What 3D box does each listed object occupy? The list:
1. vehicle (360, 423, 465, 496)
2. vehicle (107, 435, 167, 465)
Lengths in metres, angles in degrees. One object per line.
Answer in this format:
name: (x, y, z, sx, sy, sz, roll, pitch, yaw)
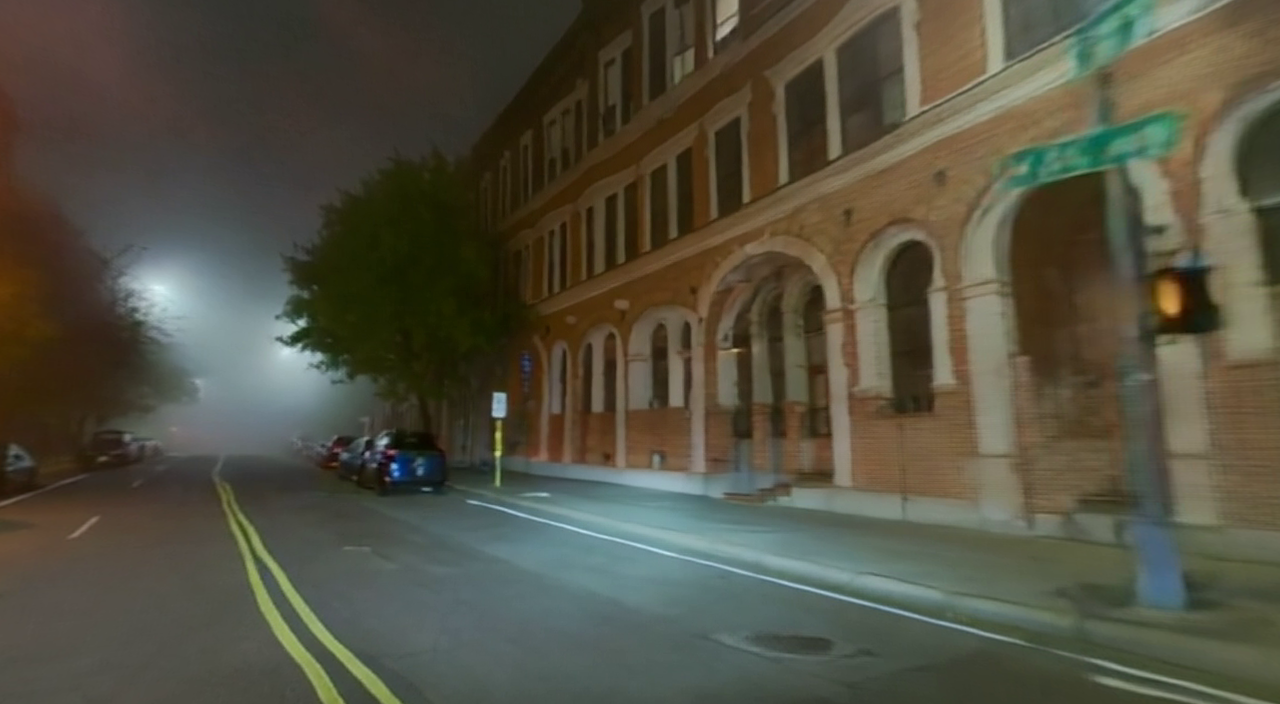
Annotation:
vehicle: (-6.721, 3.063, 18.334, 1.953, 1.804, 4.518, 5, -10, -31)
vehicle: (-26.927, 5.248, 33.873, 1.934, 1.478, 4.180, 4, -9, -31)
